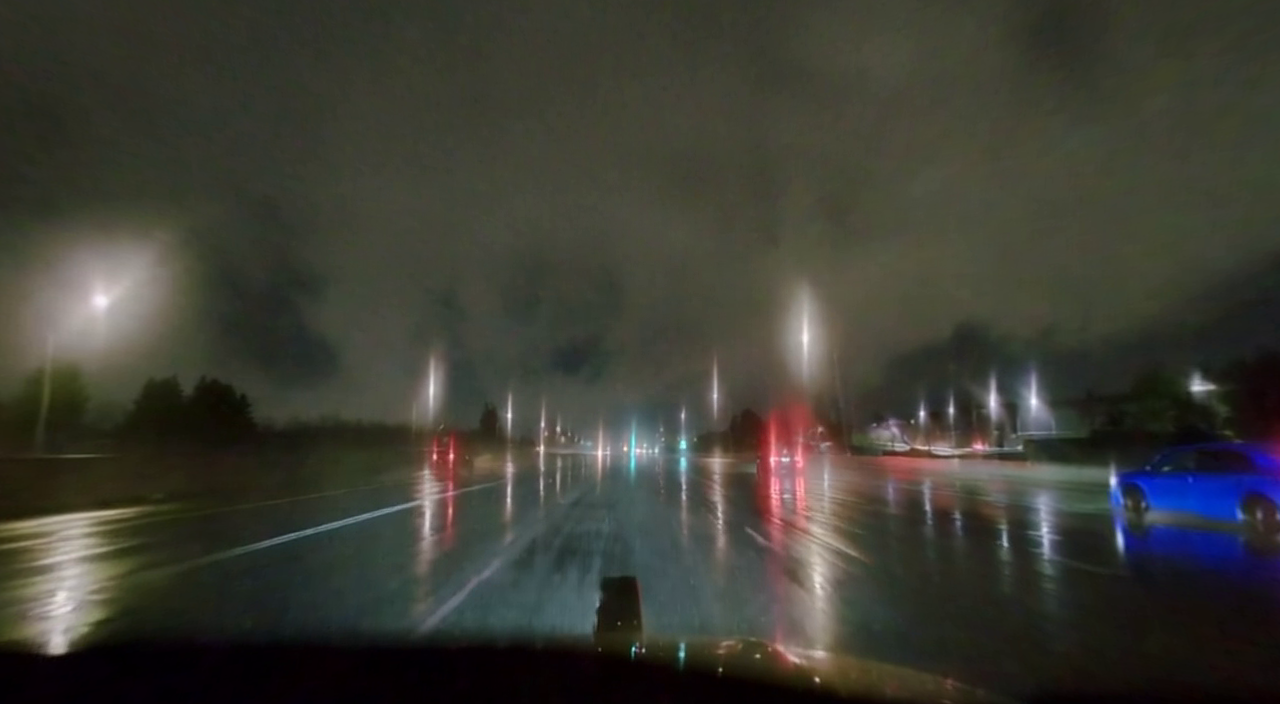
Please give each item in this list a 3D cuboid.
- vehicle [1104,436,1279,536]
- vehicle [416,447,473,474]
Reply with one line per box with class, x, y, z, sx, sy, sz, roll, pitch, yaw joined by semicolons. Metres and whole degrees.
vehicle;10.617;2.197;10.731;1.985;1.493;4.486;0;-9;-1
vehicle;-11.403;6.320;37.177;1.921;1.452;4.429;0;-9;0
